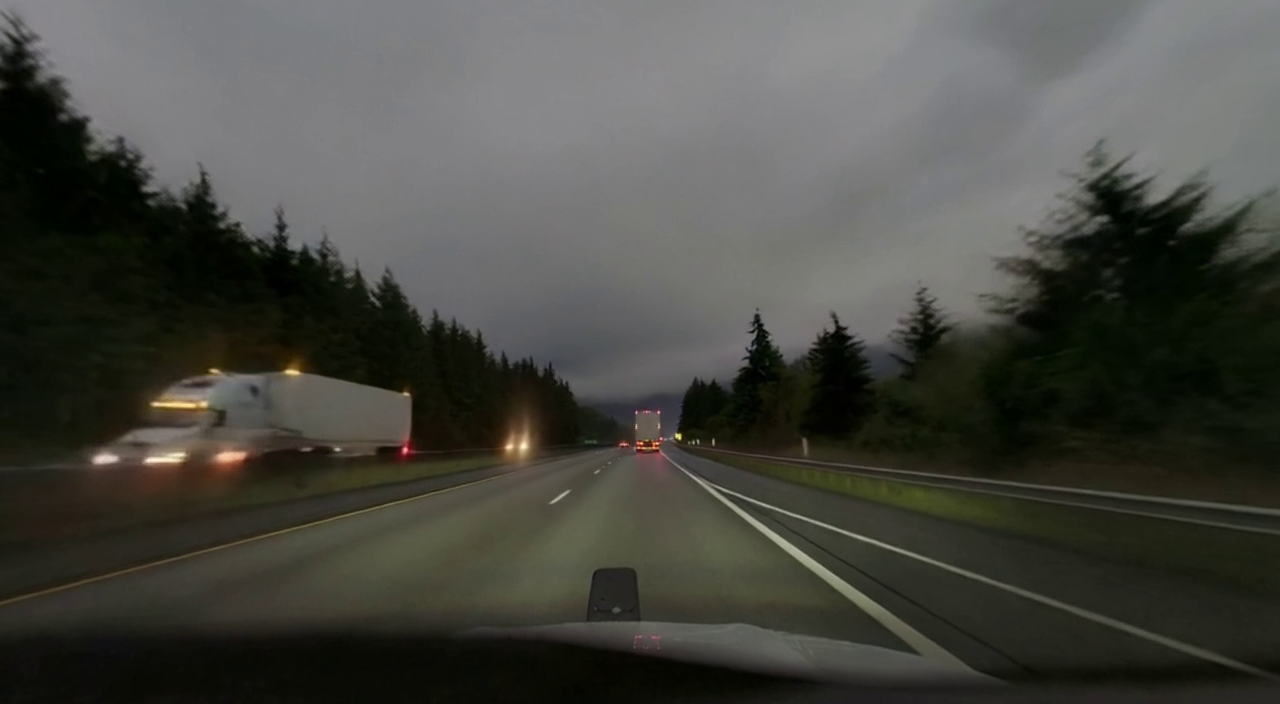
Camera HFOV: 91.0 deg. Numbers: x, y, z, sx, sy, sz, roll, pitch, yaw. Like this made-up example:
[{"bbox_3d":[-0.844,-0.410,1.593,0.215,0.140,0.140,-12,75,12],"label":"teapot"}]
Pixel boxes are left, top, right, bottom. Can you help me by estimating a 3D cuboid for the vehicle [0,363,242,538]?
[{"bbox_3d":[-10.009,1.705,11.009,2.304,2.391,5.779,0,-8,0],"label":"vehicle"}]
